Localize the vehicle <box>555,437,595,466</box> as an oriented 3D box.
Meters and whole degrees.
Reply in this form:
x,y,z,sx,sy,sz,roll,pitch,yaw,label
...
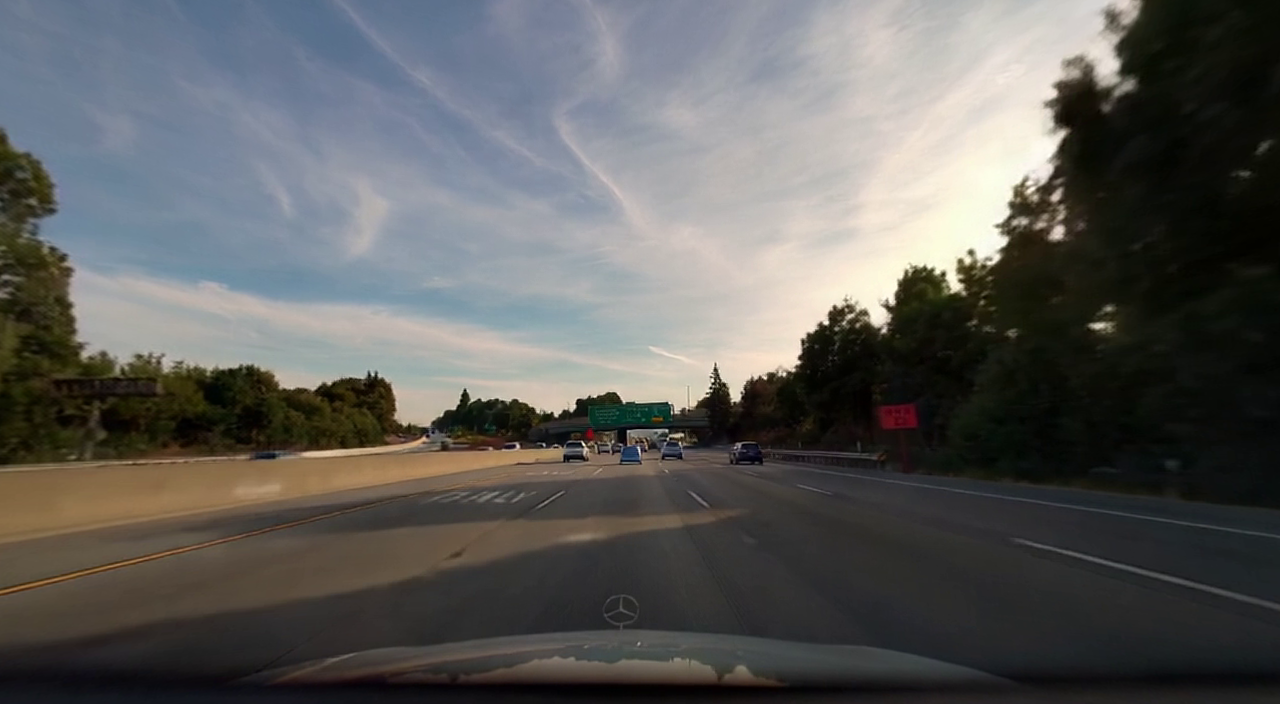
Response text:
x,y,z,sx,sy,sz,roll,pitch,yaw,label
-4.258,6.572,41.899,2.113,1.756,4.471,0,-8,1,vehicle

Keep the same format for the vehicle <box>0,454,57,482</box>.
x,y,z,sx,sy,sz,roll,pitch,yaw,label
-43.427,8.046,43.980,2.025,1.761,4.758,2,-9,-15,vehicle

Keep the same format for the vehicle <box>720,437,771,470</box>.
x,y,z,sx,sy,sz,roll,pitch,yaw,label
5.514,5.350,33.461,1.936,1.625,3.991,0,-8,-1,vehicle

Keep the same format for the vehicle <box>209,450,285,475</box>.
x,y,z,sx,sy,sz,roll,pitch,yaw,label
-24.972,6.994,40.355,1.844,1.474,4.668,0,-8,0,vehicle

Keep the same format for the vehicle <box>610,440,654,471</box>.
x,y,z,sx,sy,sz,roll,pitch,yaw,label
-0.399,5.274,32.390,2.075,1.486,4.007,0,-8,0,vehicle
